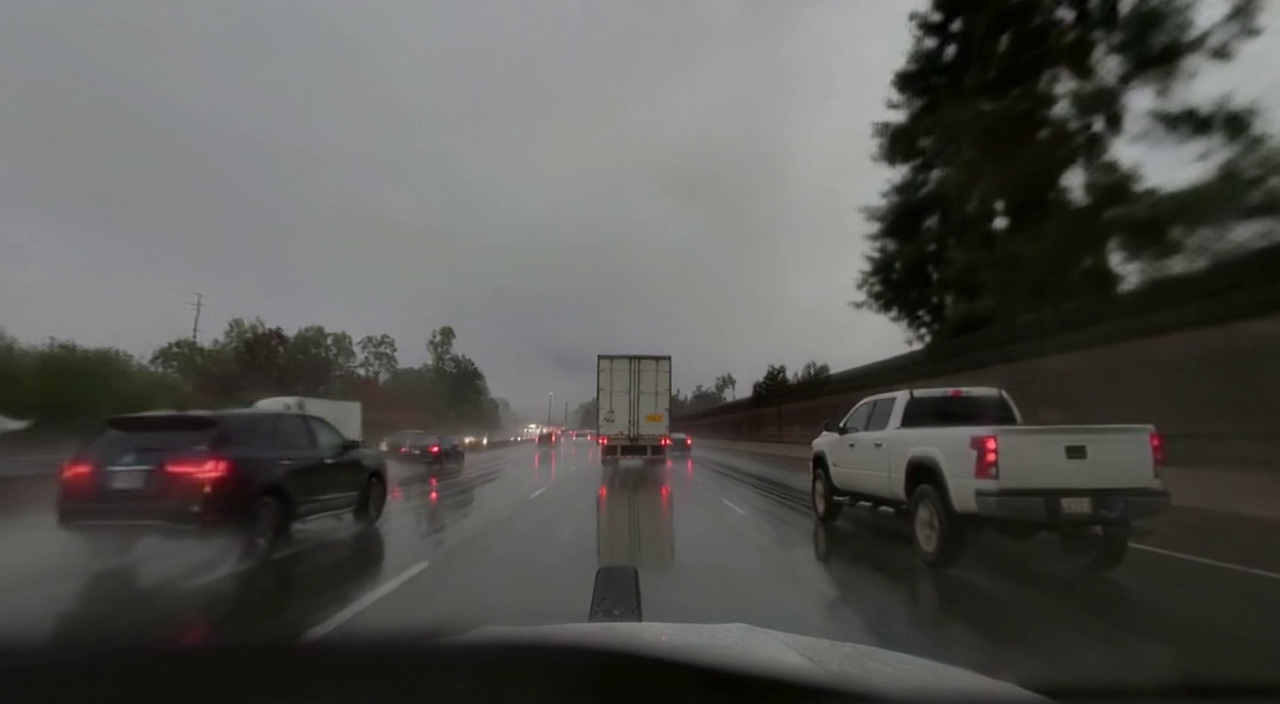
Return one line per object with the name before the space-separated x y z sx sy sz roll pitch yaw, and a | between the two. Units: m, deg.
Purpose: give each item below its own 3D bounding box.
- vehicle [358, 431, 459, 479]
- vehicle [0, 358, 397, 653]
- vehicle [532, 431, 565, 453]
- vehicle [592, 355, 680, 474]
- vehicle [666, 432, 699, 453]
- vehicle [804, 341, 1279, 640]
vehicle | -7.918 3.526 21.944 2.059 1.500 4.001 0 -8 -1
vehicle | -4.243 1.201 5.988 2.134 1.752 4.375 0 -8 -1
vehicle | -7.130 7.041 49.225 2.134 1.650 4.133 0 -8 -2
vehicle | -0.452 2.769 26.128 2.904 3.915 10.473 0 -8 -3
vehicle | 3.226 6.919 48.388 2.044 1.508 4.716 0 -8 -2
vehicle | 3.457 1.167 6.388 2.118 1.832 4.901 0 -8 -2
